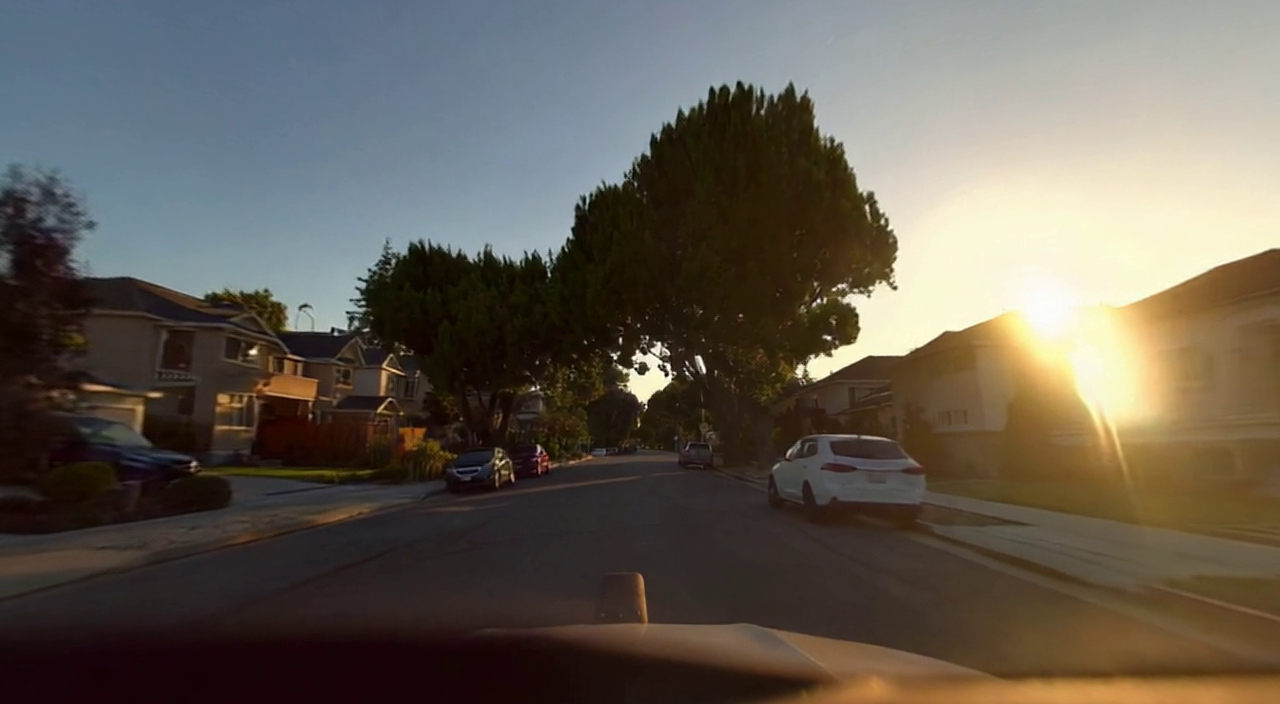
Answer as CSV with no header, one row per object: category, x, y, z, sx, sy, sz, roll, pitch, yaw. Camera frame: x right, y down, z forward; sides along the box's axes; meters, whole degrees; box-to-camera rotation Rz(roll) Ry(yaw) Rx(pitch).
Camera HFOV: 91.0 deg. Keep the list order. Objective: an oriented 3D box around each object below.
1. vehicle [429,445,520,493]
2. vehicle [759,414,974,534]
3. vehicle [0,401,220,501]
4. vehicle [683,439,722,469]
vehicle,-5.870,4.205,23.058,2.027,1.544,4.959,-1,-9,0
vehicle,4.123,2.365,12.912,2.311,1.859,5.880,-1,-9,1
vehicle,-13.143,2.255,14.824,4.837,1.897,2.228,4,-8,5
vehicle,4.083,6.743,41.768,2.136,1.794,4.598,-1,-9,0
